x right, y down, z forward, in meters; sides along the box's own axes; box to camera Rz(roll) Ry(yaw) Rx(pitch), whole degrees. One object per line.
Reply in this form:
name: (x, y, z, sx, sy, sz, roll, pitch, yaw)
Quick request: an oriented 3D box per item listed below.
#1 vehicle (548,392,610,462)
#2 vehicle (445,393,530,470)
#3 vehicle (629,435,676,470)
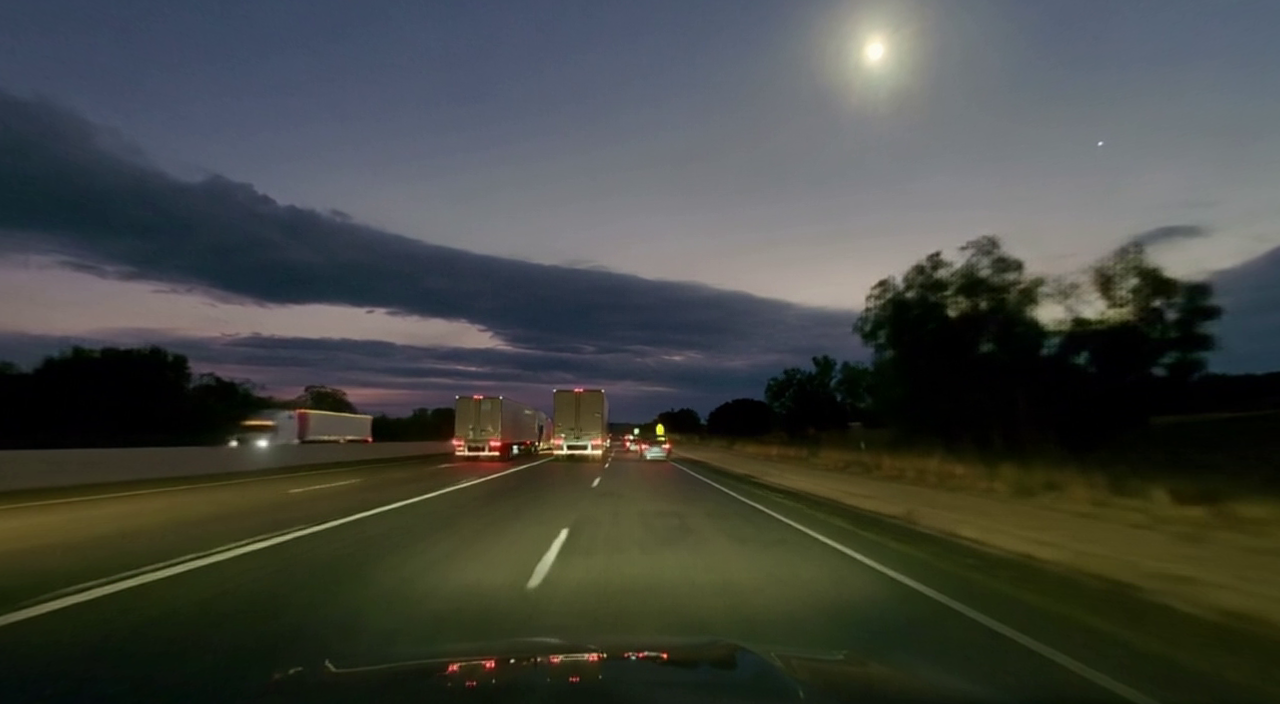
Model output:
vehicle: (-3.984, 5.572, 45.446, 3.475, 4.037, 17.454, 0, -8, -2)
vehicle: (-7.431, 4.056, 31.791, 2.728, 3.405, 7.096, 0, -8, -2)
vehicle: (0.507, 4.538, 28.670, 1.891, 1.477, 3.599, 0, -8, -3)
